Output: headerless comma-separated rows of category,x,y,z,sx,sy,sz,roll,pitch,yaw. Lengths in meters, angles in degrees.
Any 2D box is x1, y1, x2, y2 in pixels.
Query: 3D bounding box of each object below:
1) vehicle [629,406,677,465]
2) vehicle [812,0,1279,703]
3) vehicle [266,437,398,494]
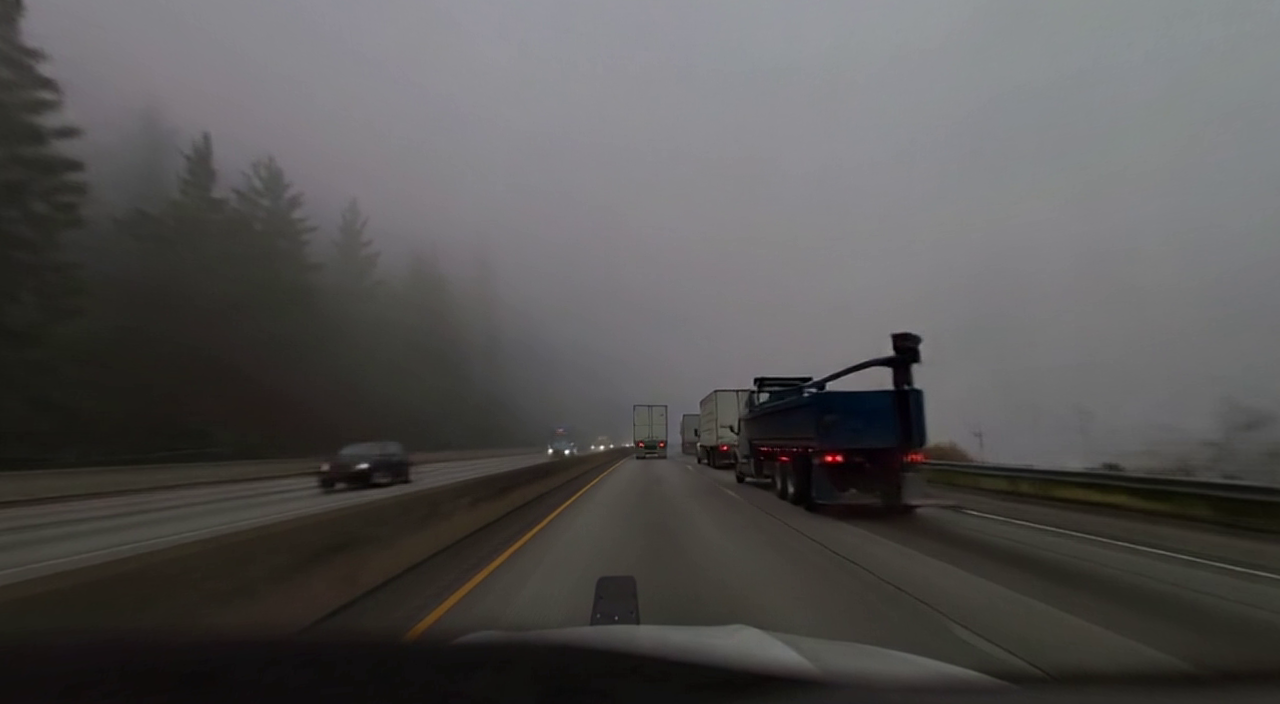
vehicle,0.818,5.228,39.172,2.644,3.247,7.454,-1,-8,1
vehicle,4.481,0.162,6.409,2.860,4.036,8.586,0,-8,-1
vehicle,-8.672,3.199,18.172,1.829,1.406,3.980,0,-8,-1
